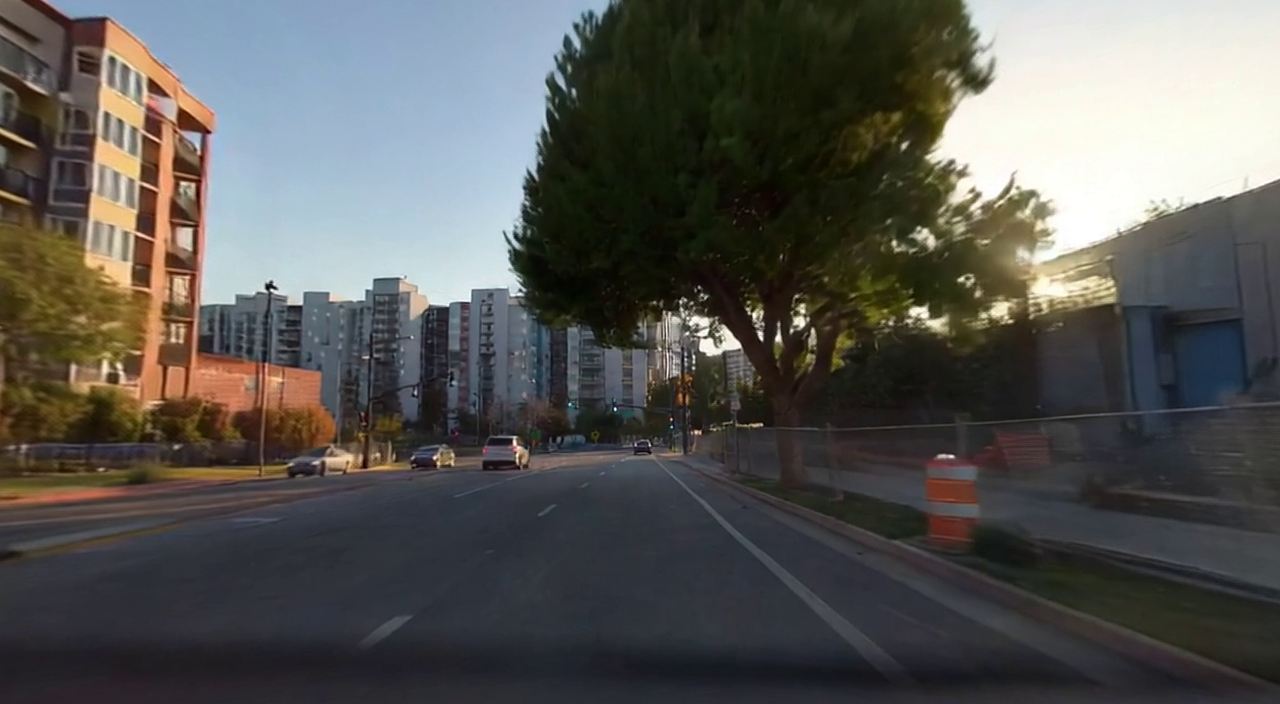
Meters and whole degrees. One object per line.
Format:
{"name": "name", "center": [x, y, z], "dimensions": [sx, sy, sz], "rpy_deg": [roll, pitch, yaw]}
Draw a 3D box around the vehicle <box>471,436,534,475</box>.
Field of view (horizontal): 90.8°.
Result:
{"name": "vehicle", "center": [-6.545, 4.986, 30.537], "dimensions": [2.076, 1.724, 4.188], "rpy_deg": [0, -9, 0]}
